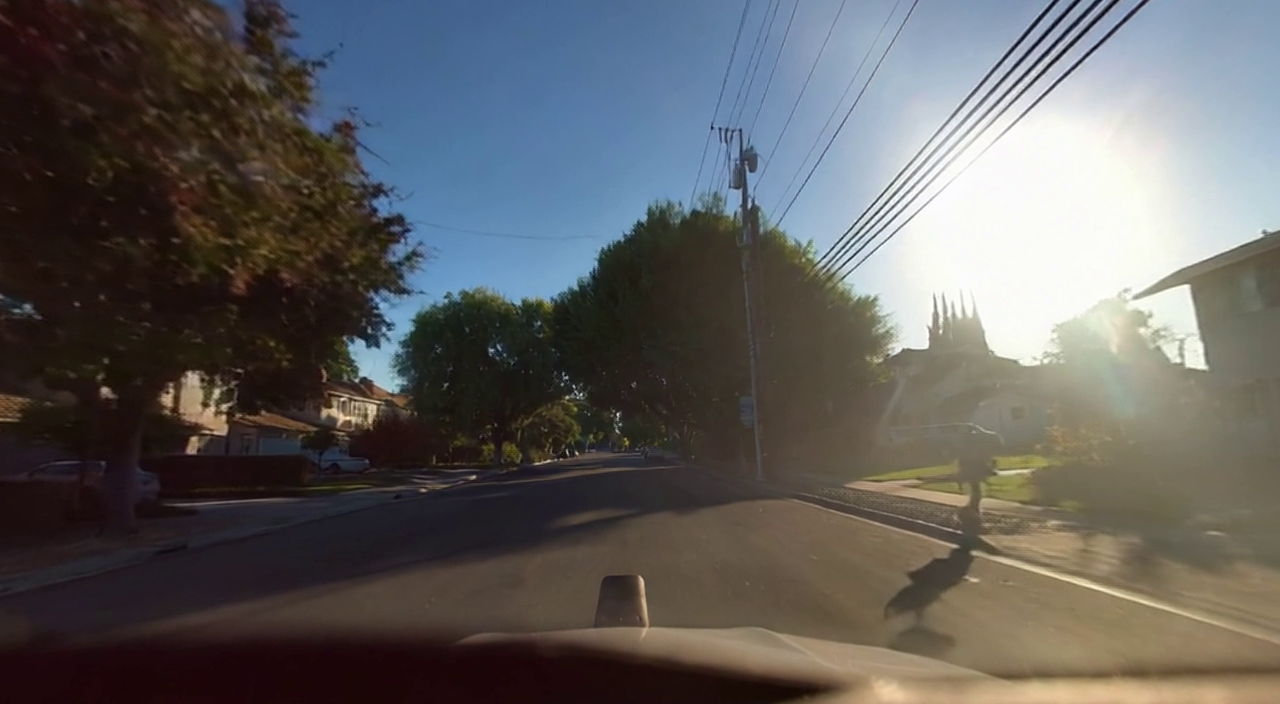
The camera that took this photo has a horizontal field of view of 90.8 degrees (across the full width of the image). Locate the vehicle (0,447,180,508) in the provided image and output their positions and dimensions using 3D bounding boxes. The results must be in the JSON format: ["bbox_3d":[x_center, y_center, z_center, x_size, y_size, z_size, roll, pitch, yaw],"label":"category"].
[{"bbox_3d":[-15.002,3.224,16.591,4.477,1.449,1.922,5,-10,-32],"label":"vehicle"}]

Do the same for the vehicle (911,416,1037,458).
[{"bbox_3d":[15.058,3.852,28.674,4.562,1.832,1.987,0,-8,-3],"label":"vehicle"}]

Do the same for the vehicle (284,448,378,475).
[{"bbox_3d":[-18.119,6.398,37.136,4.519,1.426,1.903,8,-12,-42],"label":"vehicle"}]
